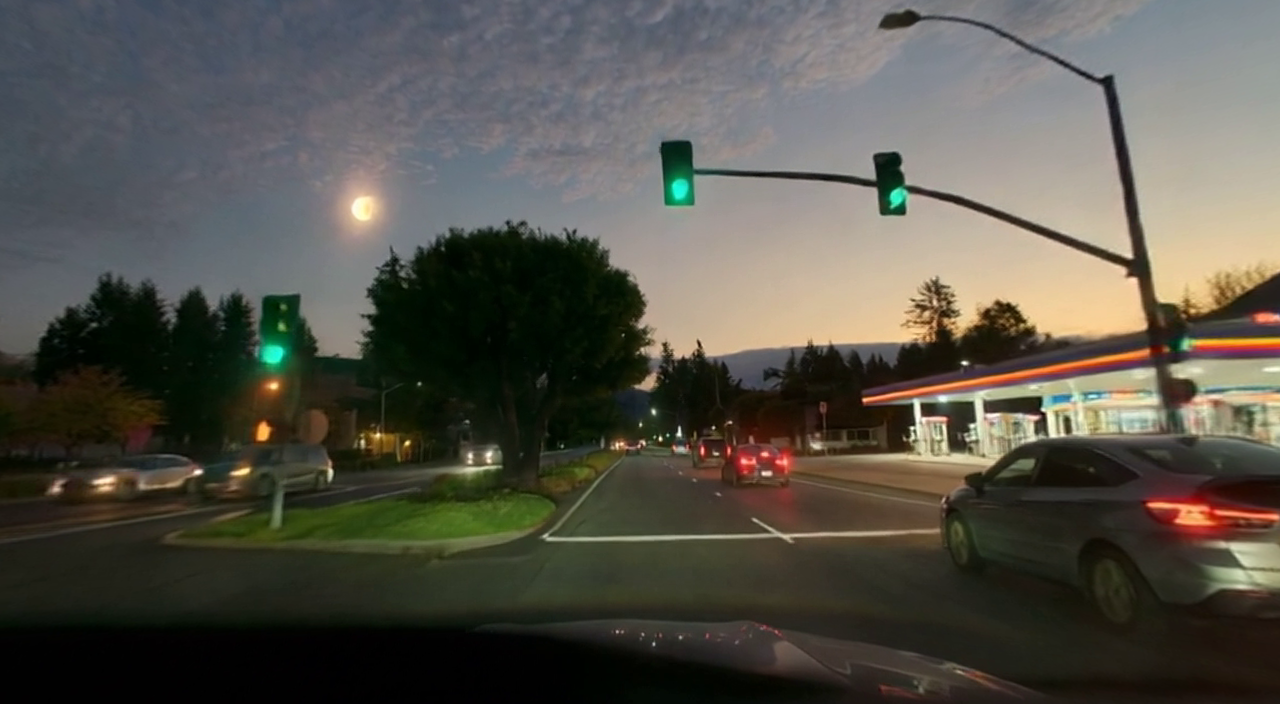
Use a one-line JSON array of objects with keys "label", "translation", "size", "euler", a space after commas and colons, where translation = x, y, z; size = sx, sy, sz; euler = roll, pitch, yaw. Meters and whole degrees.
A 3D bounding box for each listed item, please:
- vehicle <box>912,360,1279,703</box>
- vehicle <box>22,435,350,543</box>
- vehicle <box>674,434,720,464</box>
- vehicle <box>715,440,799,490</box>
[{"label": "vehicle", "translation": [3.814, 1.061, 4.089], "size": [1.875, 1.665, 4.931], "euler": [0, -8, 0]}, {"label": "vehicle", "translation": [-8.285, 2.484, 12.419], "size": [2.842, 1.476, 4.980], "euler": [-3, -7, 0]}, {"label": "vehicle", "translation": [3.837, 6.705, 43.671], "size": [2.611, 1.983, 5.165], "euler": [0, -8, -1]}, {"label": "vehicle", "translation": [3.720, 3.640, 20.713], "size": [1.871, 1.442, 4.122], "euler": [0, -8, -1]}]
